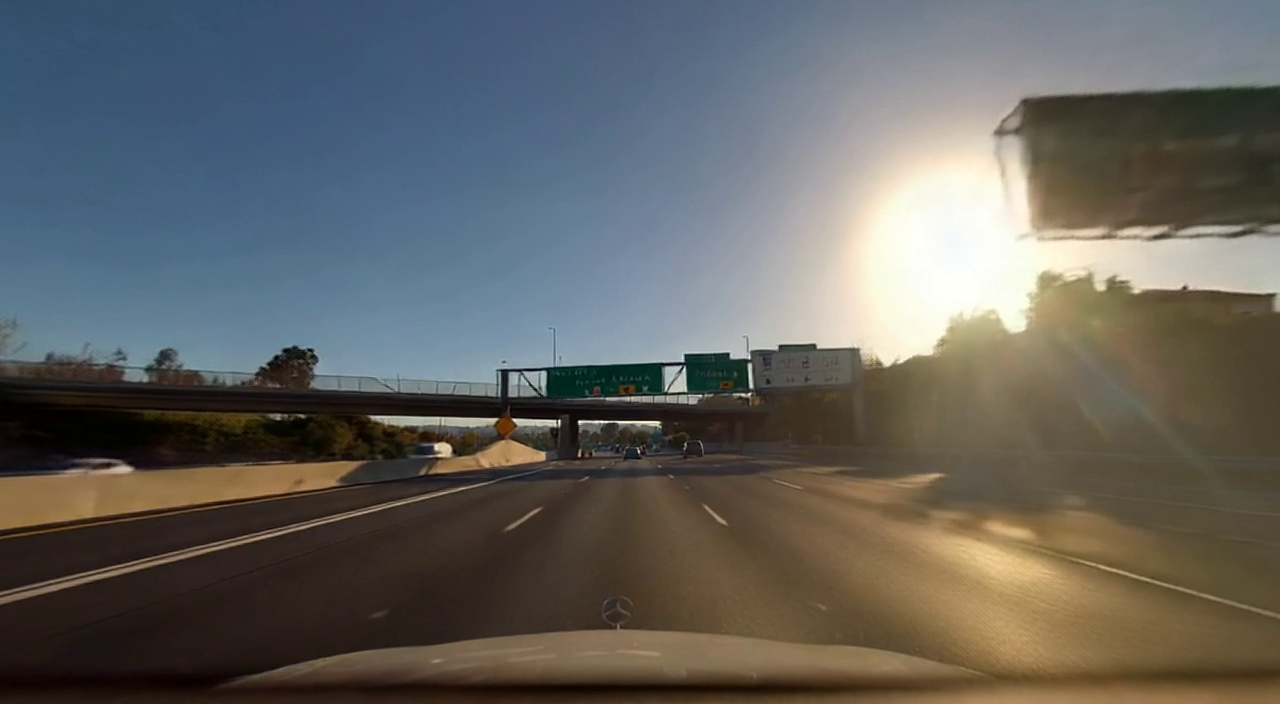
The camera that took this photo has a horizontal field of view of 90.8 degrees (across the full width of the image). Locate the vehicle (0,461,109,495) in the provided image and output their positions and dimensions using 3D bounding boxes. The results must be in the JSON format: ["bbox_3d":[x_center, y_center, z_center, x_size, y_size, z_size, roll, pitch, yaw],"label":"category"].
[{"bbox_3d":[-29.270,6.214,31.504,1.778,1.472,4.444,0,-9,-3],"label":"vehicle"}]
